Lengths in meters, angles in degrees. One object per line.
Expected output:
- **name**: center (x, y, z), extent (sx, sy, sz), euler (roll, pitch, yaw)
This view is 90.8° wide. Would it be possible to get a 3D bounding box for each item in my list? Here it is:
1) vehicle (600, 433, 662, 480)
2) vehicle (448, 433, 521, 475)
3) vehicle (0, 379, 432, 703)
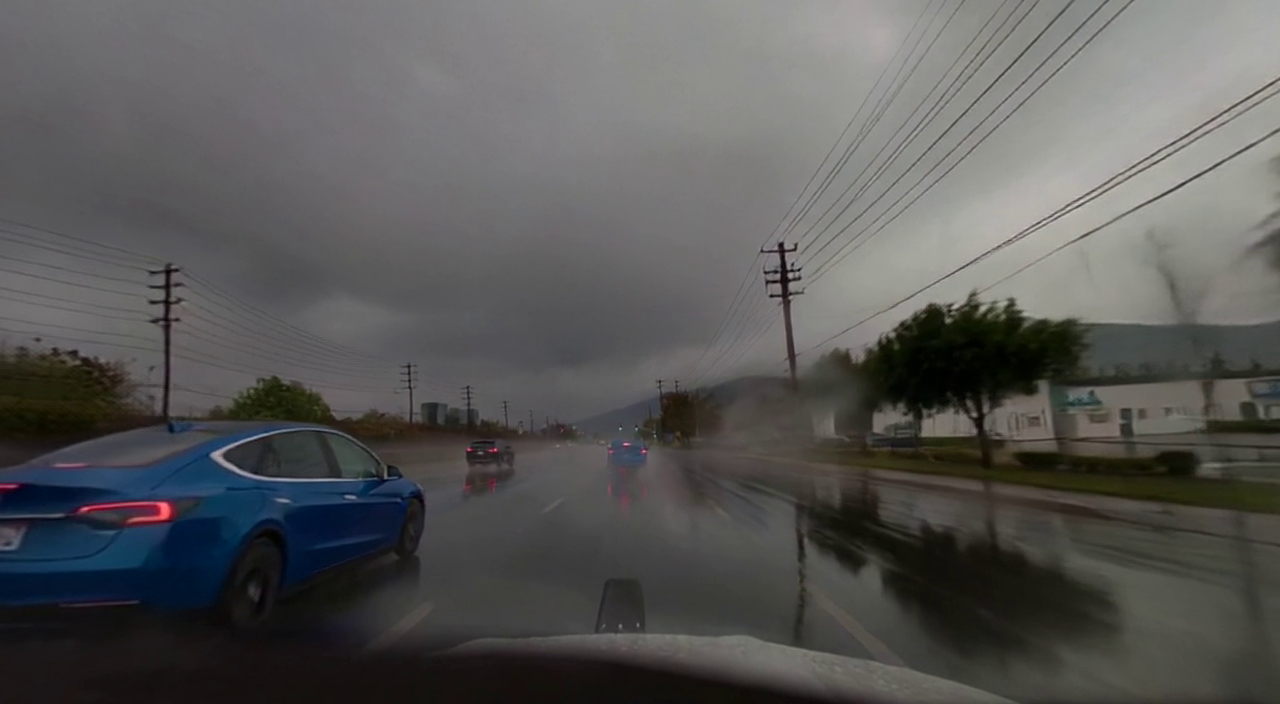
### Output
- **vehicle**: center (-0.324, 4.025, 24.555), extent (2.189, 1.652, 4.135), euler (0, -8, 0)
- **vehicle**: center (-7.276, 4.834, 30.090), extent (2.203, 1.819, 4.547), euler (0, -8, 1)
- **vehicle**: center (-3.572, 1.283, 5.216), extent (1.985, 1.607, 4.892), euler (0, -8, 1)
